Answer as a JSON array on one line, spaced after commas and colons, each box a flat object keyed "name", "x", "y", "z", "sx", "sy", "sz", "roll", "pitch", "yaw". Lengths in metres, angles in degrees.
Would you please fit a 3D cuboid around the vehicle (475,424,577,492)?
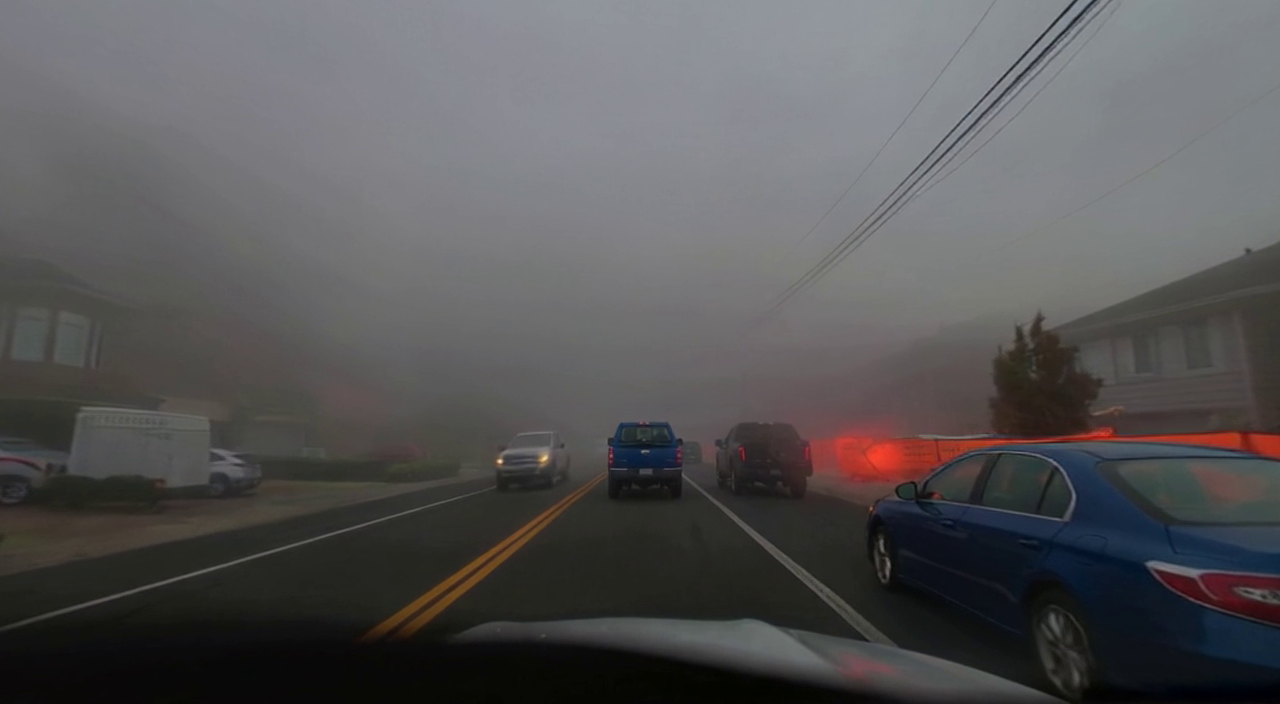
[{"name": "vehicle", "x": -3.713, "y": 3.613, "z": 21.777, "sx": 2.306, "sy": 2.005, "sz": 5.773, "roll": 0, "pitch": -8, "yaw": 1}]

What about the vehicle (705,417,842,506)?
[{"name": "vehicle", "x": 3.342, "y": 2.918, "z": 17.185, "sx": 2.486, "sy": 1.993, "sz": 5.667, "roll": 0, "pitch": -8, "yaw": 0}]

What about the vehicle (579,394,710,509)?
[{"name": "vehicle", "x": 0.119, "y": 2.577, "z": 16.465, "sx": 2.751, "sy": 2.361, "sz": 6.347, "roll": 1, "pitch": -9, "yaw": 0}]

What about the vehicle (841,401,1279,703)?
[{"name": "vehicle", "x": 3.099, "y": 1.239, "z": 4.265, "sx": 2.010, "sy": 1.499, "sz": 4.481, "roll": 0, "pitch": -8, "yaw": 0}]

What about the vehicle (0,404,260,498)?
[{"name": "vehicle", "x": -13.422, "y": 2.681, "z": 17.256, "sx": 2.475, "sy": 2.157, "sz": 5.567, "roll": 0, "pitch": -8, "yaw": -1}]
